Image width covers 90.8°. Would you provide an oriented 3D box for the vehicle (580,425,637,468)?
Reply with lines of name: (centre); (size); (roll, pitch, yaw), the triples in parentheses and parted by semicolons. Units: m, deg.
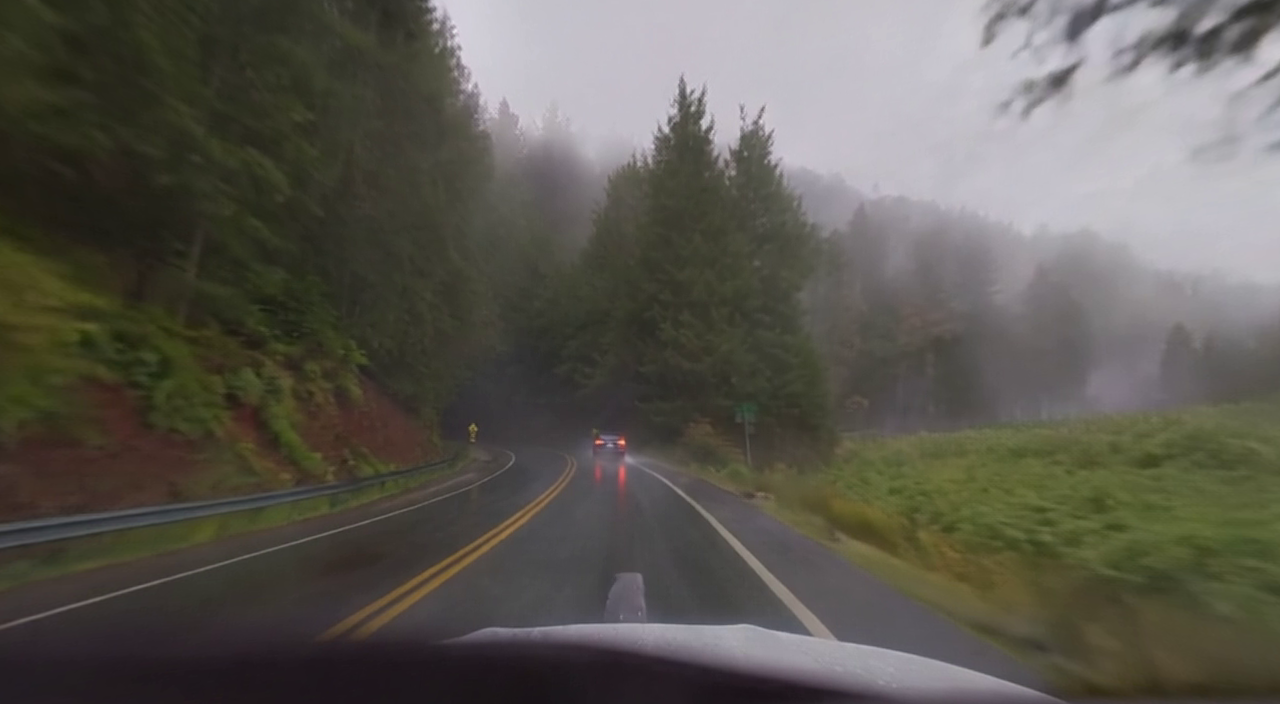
vehicle: (-1.692, 4.715, 31.623); (2.469, 1.953, 5.605); (1, -9, -6)
